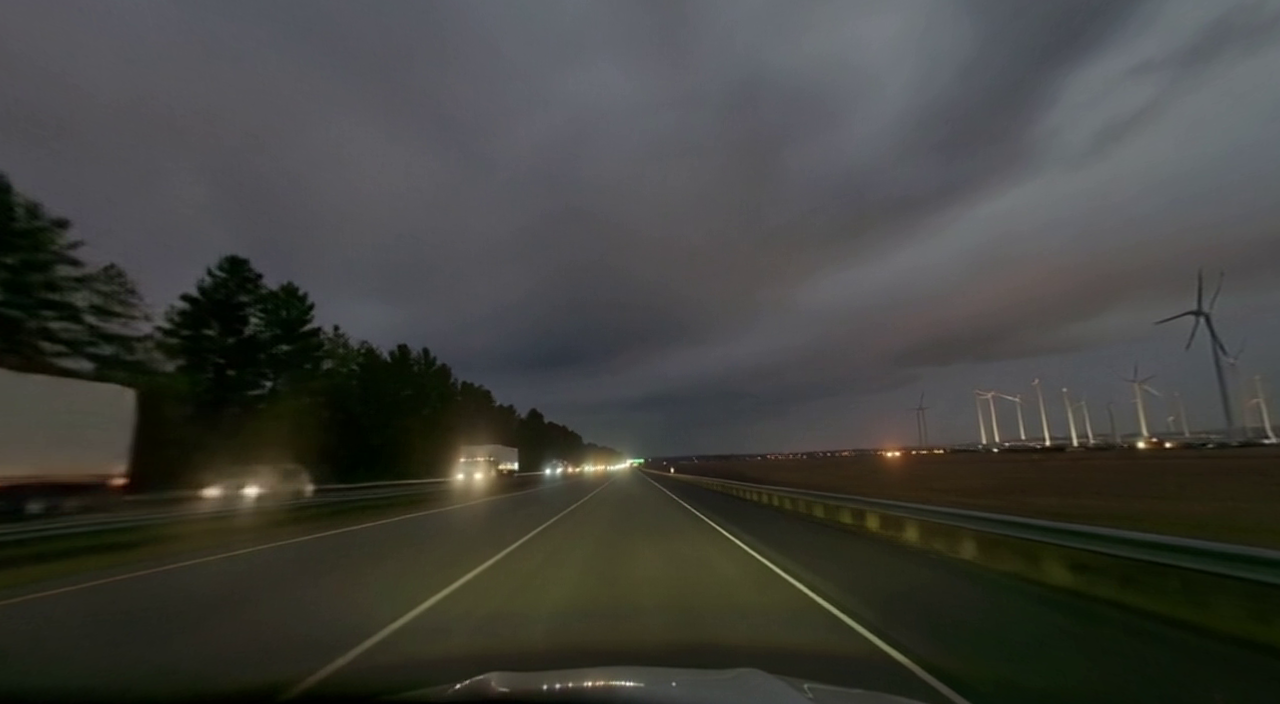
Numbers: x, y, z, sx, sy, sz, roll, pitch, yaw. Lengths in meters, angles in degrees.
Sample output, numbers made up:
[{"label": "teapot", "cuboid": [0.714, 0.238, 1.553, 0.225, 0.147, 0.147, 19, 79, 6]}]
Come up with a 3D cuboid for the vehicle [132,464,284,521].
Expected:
[{"label": "vehicle", "cuboid": [-12.479, 4.069, 18.566, 1.700, 1.451, 4.000, 1, -10, -2]}]

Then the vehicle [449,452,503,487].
[{"label": "vehicle", "cuboid": [-12.033, 8.696, 46.748, 2.421, 2.406, 5.665, 1, -10, 0]}]
